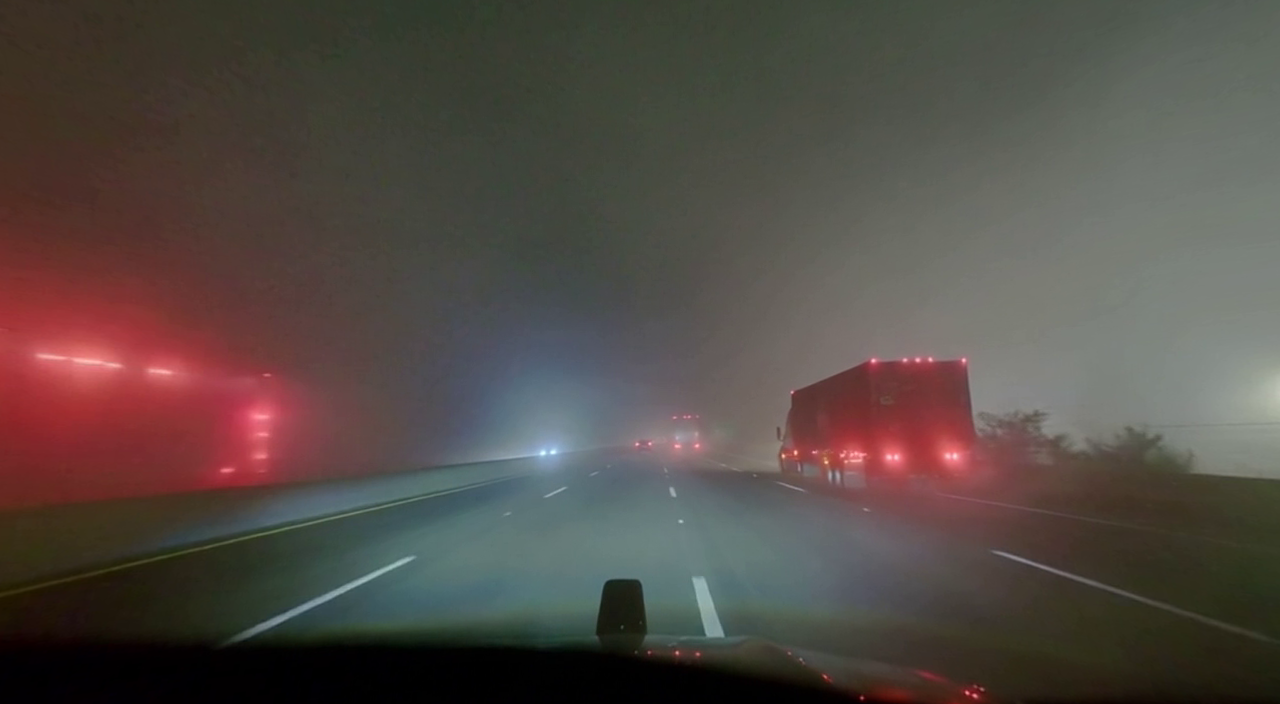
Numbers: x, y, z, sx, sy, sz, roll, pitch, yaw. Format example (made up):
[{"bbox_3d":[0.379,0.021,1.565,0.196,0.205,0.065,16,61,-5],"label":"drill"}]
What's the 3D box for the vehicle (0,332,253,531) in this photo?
[{"bbox_3d":[-15.050,1.702,13.429,3.034,4.153,16.197,-1,-8,2],"label":"vehicle"}]
